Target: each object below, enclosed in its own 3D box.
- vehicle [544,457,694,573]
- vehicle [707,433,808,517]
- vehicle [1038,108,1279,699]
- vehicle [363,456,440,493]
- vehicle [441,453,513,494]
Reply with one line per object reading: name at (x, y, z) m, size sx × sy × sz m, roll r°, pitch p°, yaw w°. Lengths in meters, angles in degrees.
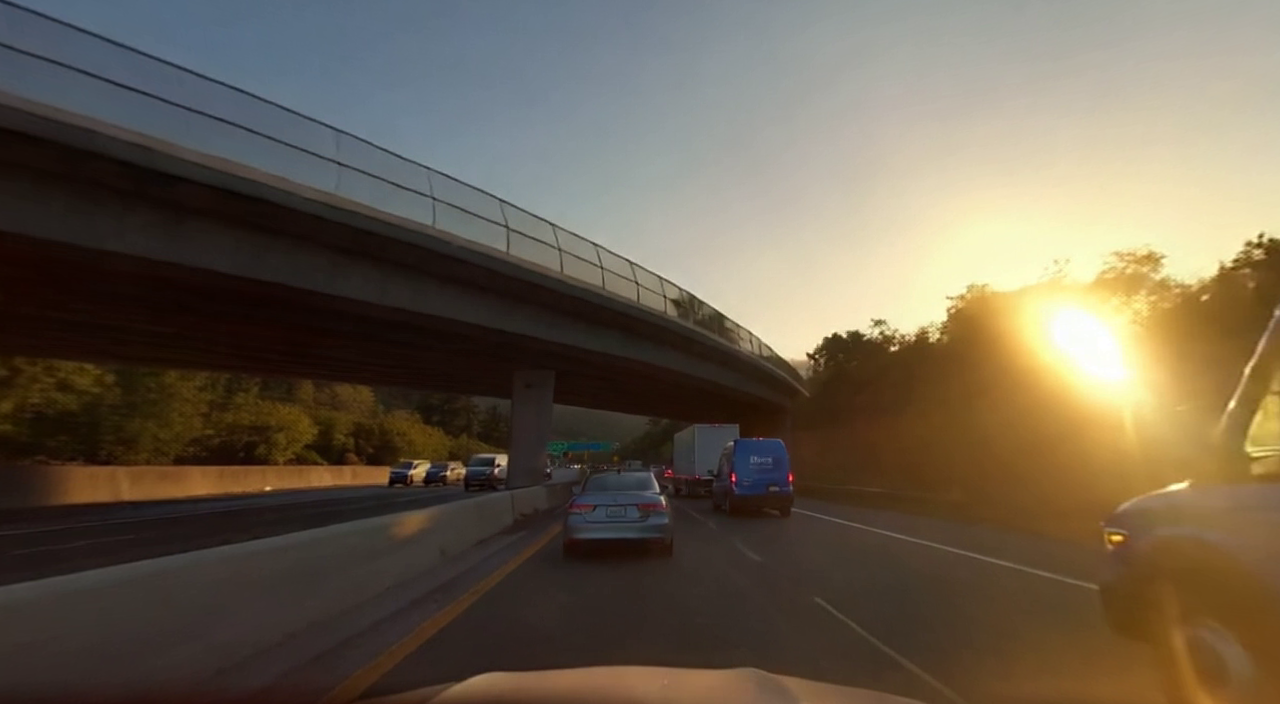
vehicle at (-0.300, 2.487, 10.135) m, size 1.980 × 1.493 × 3.410 m, roll 1°, pitch -11°, yaw -1°
vehicle at (3.888, 4.265, 22.051) m, size 2.328 × 2.537 × 5.290 m, roll 1°, pitch -11°, yaw -2°
vehicle at (5.546, -0.116, 1.612) m, size 2.890 × 3.726 × 9.269 m, roll 1°, pitch -11°, yaw 0°
vehicle at (-10.583, 5.470, 28.262) m, size 1.872 × 1.510 × 4.266 m, roll 1°, pitch -11°, yaw -2°
vehicle at (-7.138, 5.416, 28.173) m, size 2.069 × 1.628 × 4.479 m, roll 1°, pitch -11°, yaw -1°
